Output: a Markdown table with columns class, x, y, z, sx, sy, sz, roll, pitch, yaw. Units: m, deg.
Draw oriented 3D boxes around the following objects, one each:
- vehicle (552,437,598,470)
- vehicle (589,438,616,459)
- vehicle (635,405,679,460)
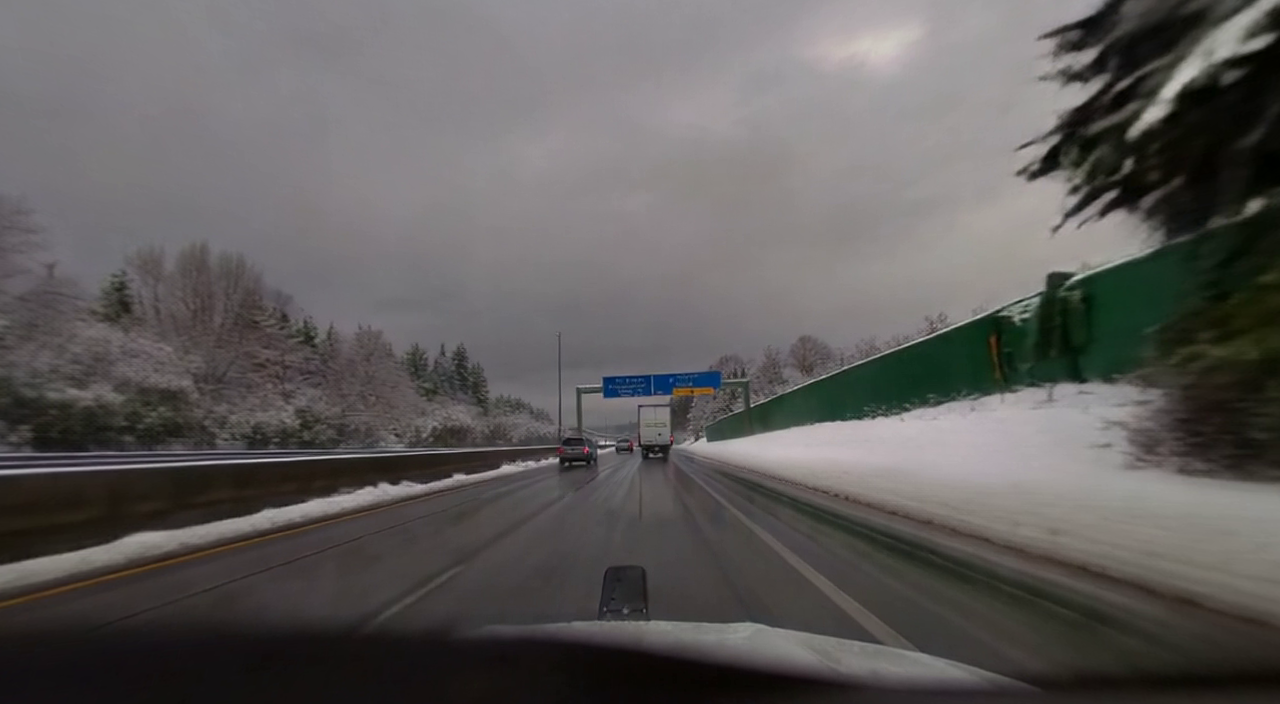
| class | x | y | z | sx | sy | sz | roll | pitch | yaw |
| --- | --- | --- | --- | --- | --- | --- | --- | --- | --- |
| vehicle | -3.295 | 5.242 | 32.710 | 1.927 | 1.556 | 3.921 | 0 | -8 | 0 |
| vehicle | -2.927 | 7.657 | 49.971 | 1.962 | 1.575 | 4.158 | 0 | -8 | 0 |
| vehicle | 1.254 | 6.181 | 47.859 | 2.933 | 3.701 | 10.425 | 0 | -8 | 1 |
